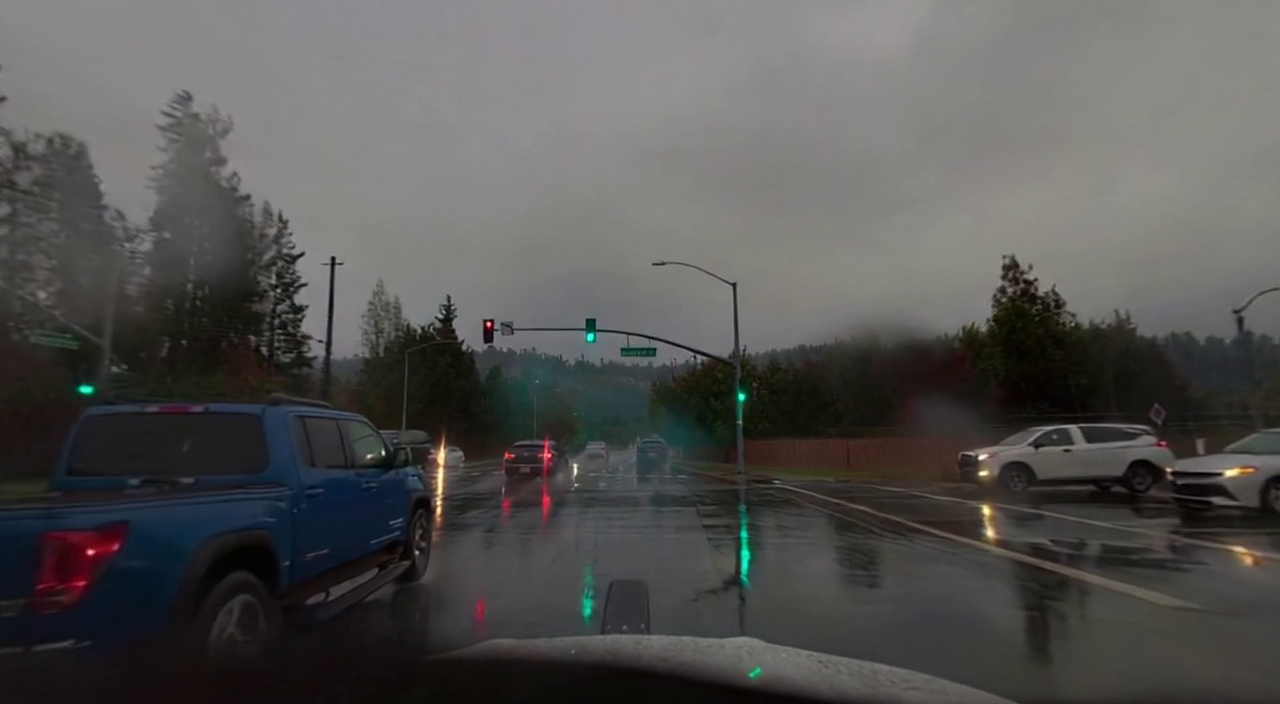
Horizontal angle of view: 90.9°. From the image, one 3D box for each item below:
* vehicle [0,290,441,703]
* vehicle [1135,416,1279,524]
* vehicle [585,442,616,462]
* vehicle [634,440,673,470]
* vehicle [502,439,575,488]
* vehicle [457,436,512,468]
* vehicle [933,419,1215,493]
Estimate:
[{"bbox_3d":[-3.082,0.971,3.805,2.190,1.766,4.649,0,-8,0],"label":"vehicle"},{"bbox_3d":[11.710,1.977,10.871,4.431,1.663,2.148,0,-8,1],"label":"vehicle"},{"bbox_3d":[-3.025,7.761,48.994,2.013,1.474,4.393,0,-8,1],"label":"vehicle"},{"bbox_3d":[0.750,6.146,37.647,2.163,1.678,3.846,0,-8,0],"label":"vehicle"},{"bbox_3d":[-3.410,3.797,21.740,1.960,1.528,3.490,0,-8,-1],"label":"vehicle"},{"bbox_3d":[-9.456,6.148,38.863,2.064,1.799,5.191,0,-8,0],"label":"vehicle"},{"bbox_3d":[11.978,2.911,17.865,5.990,1.899,2.683,0,-8,0],"label":"vehicle"}]
